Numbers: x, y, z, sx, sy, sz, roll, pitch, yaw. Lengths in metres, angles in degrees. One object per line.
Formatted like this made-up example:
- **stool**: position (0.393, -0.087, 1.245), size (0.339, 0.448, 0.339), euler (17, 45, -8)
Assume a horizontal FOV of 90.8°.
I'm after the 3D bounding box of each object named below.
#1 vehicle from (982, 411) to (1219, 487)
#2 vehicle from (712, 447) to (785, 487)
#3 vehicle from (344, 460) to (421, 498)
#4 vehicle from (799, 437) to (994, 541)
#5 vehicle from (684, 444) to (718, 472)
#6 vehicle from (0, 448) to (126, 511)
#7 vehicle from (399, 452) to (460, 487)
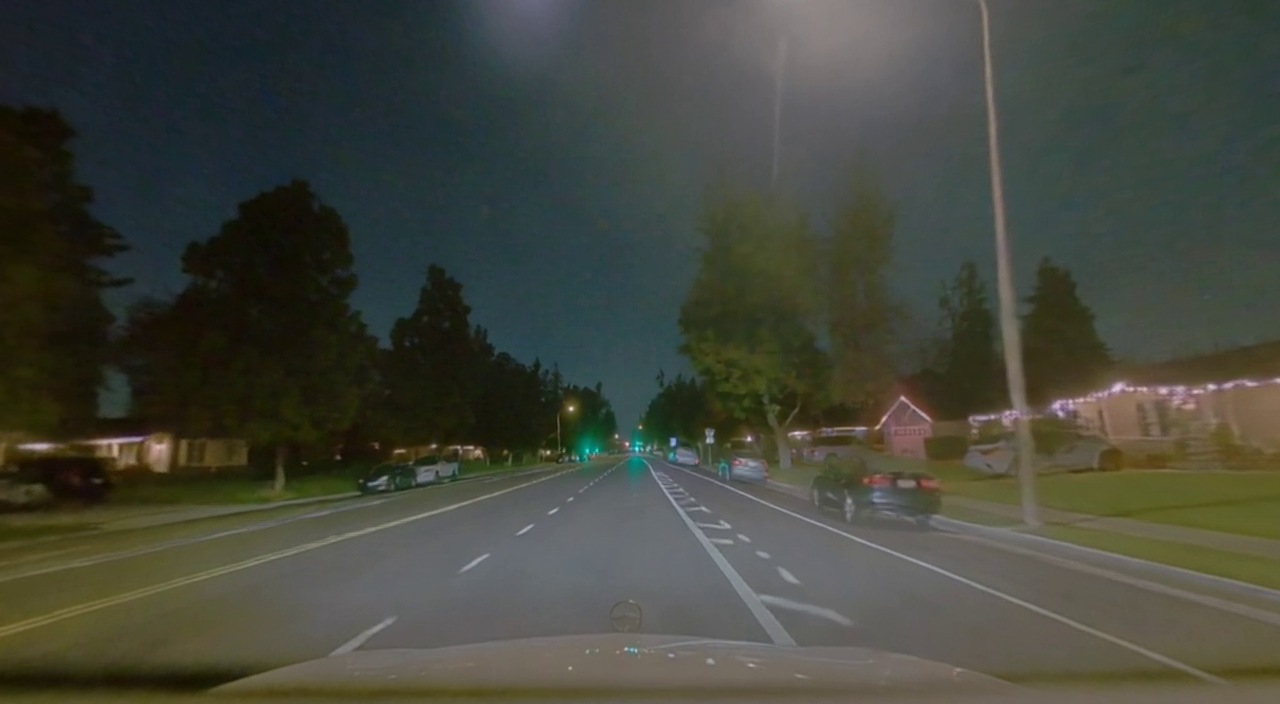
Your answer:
- **vehicle**: position (12.639, 2.732, 17.657), size (4.850, 1.610, 1.980), euler (-5, -10, 3)
- **vehicle**: position (4.520, 4.859, 27.109), size (2.035, 1.498, 4.910), euler (-1, -9, -3)
- **vehicle**: position (-12.827, 6.312, 31.823), size (1.925, 1.498, 4.850), euler (-4, -8, -1)
- **vehicle**: position (4.686, 2.602, 12.533), size (1.934, 1.546, 5.009), euler (2, -10, 2)
- **vehicle**: position (4.214, 7.431, 44.556), size (2.074, 1.838, 5.402), euler (0, -8, 2)
- **vehicle**: position (-21.360, 4.344, 21.912), size (5.005, 1.796, 2.268), euler (3, -9, 3)
- **vehicle**: position (-12.796, 7.180, 38.766), size (2.075, 1.917, 4.984), euler (-1, -10, 0)
